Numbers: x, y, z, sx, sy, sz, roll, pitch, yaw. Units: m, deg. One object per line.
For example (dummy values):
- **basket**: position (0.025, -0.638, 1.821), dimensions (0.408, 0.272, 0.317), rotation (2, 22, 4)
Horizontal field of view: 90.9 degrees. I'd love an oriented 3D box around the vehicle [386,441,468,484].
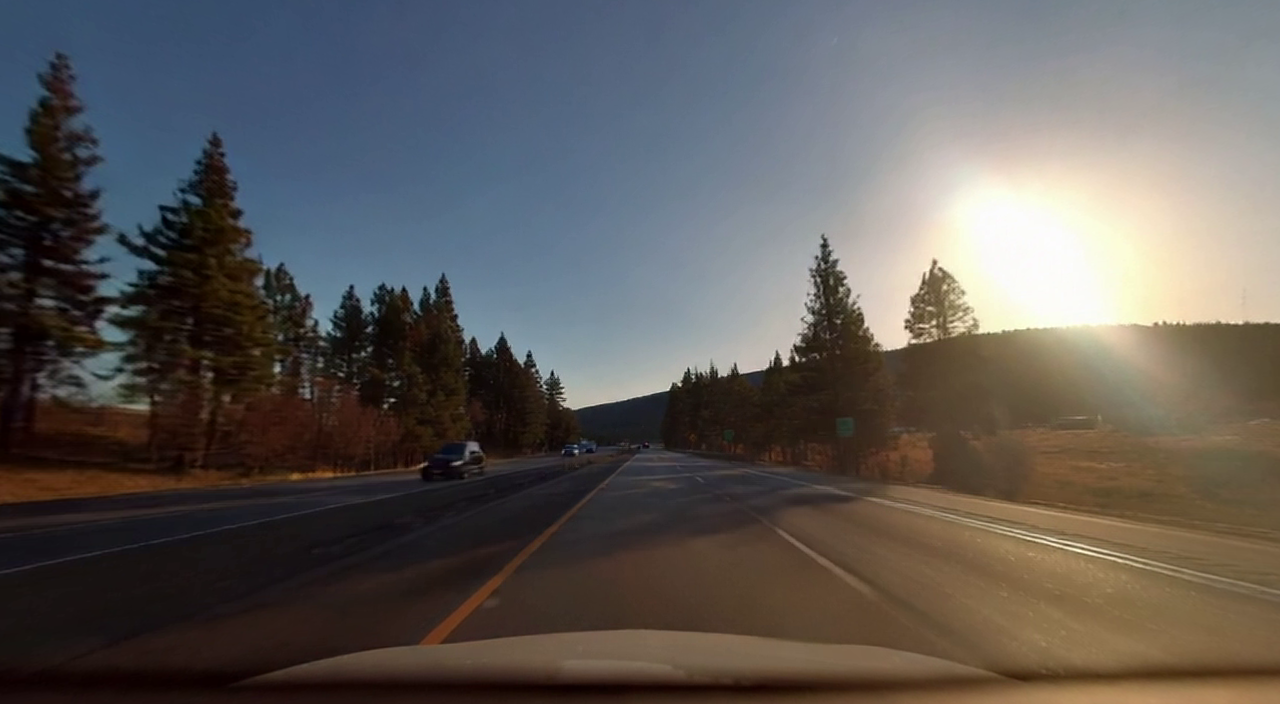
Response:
- **vehicle**: position (-8.912, 4.623, 26.819), dimensions (1.951, 1.654, 4.345), rotation (0, -8, 1)
